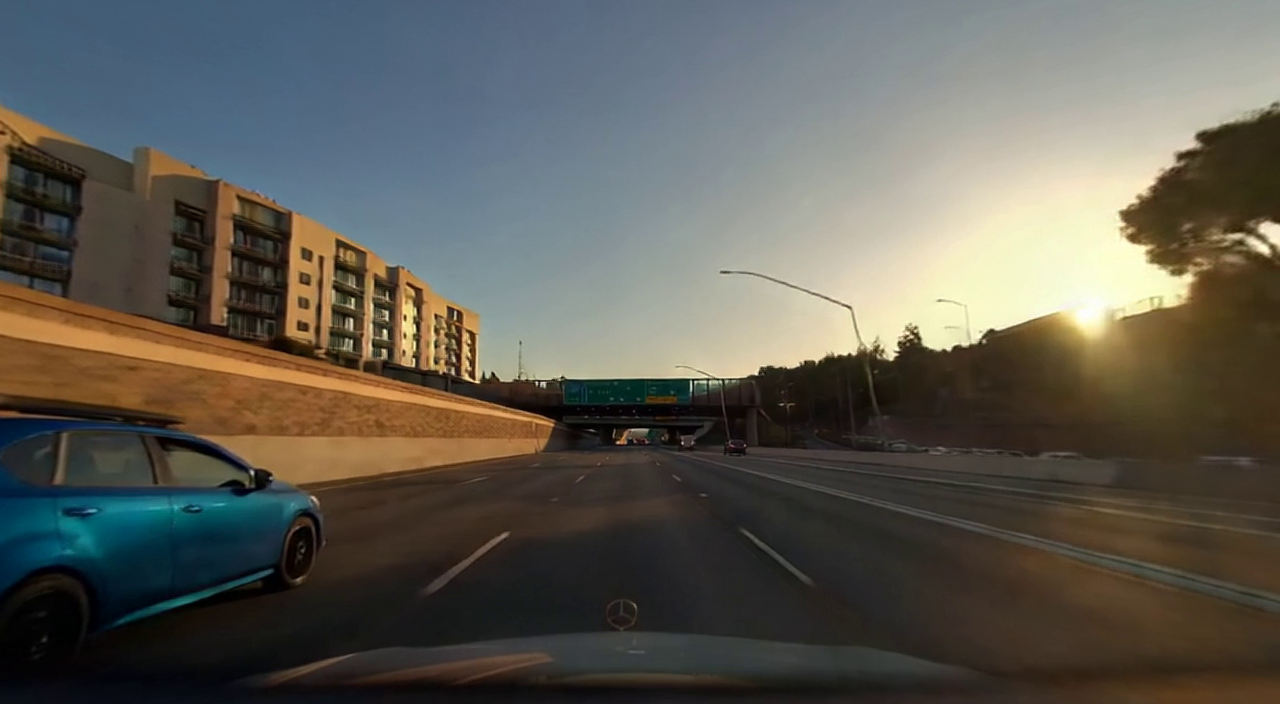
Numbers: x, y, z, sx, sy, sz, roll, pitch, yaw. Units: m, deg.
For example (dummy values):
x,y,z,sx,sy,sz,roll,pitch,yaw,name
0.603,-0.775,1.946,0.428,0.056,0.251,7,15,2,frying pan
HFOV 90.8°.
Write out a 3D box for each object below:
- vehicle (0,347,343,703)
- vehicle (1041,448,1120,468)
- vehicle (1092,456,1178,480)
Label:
x,y,z,sx,sy,sz,roll,pitch,yaw,name
-3.784,0.950,3.650,2.070,1.641,4.315,0,-8,-1,vehicle
33.937,8.186,48.767,4.640,1.514,1.862,0,-8,2,vehicle
33.667,7.879,43.020,4.380,1.493,1.722,1,-8,-2,vehicle
